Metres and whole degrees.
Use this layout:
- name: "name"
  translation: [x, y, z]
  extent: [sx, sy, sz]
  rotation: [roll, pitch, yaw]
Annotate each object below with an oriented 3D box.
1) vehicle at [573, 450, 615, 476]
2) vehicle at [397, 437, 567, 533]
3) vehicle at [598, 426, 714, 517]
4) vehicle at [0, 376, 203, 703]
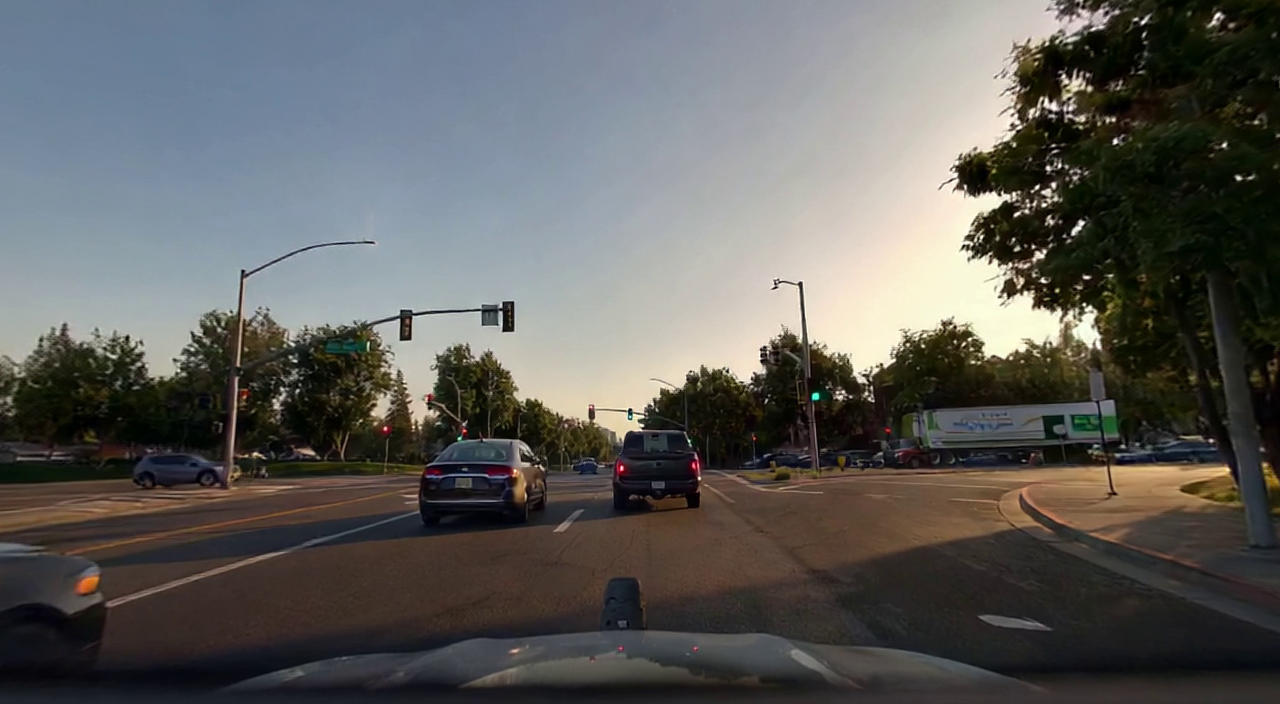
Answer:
- name: "vehicle"
  translation: [-2.702, 6.649, 37.982]
  extent: [2.101, 1.443, 4.367]
  rotation: [0, -8, 1]
- name: "vehicle"
  translation: [-2.718, 2.401, 12.071]
  extent: [2.013, 1.474, 4.393]
  rotation: [0, -8, 1]
- name: "vehicle"
  translation: [0.326, 2.542, 13.842]
  extent: [2.163, 1.678, 3.846]
  rotation: [0, -8, 1]
- name: "vehicle"
  translation: [-3.102, 0.723, 1.197]
  extent: [1.960, 1.528, 3.490]
  rotation: [0, -8, 1]
